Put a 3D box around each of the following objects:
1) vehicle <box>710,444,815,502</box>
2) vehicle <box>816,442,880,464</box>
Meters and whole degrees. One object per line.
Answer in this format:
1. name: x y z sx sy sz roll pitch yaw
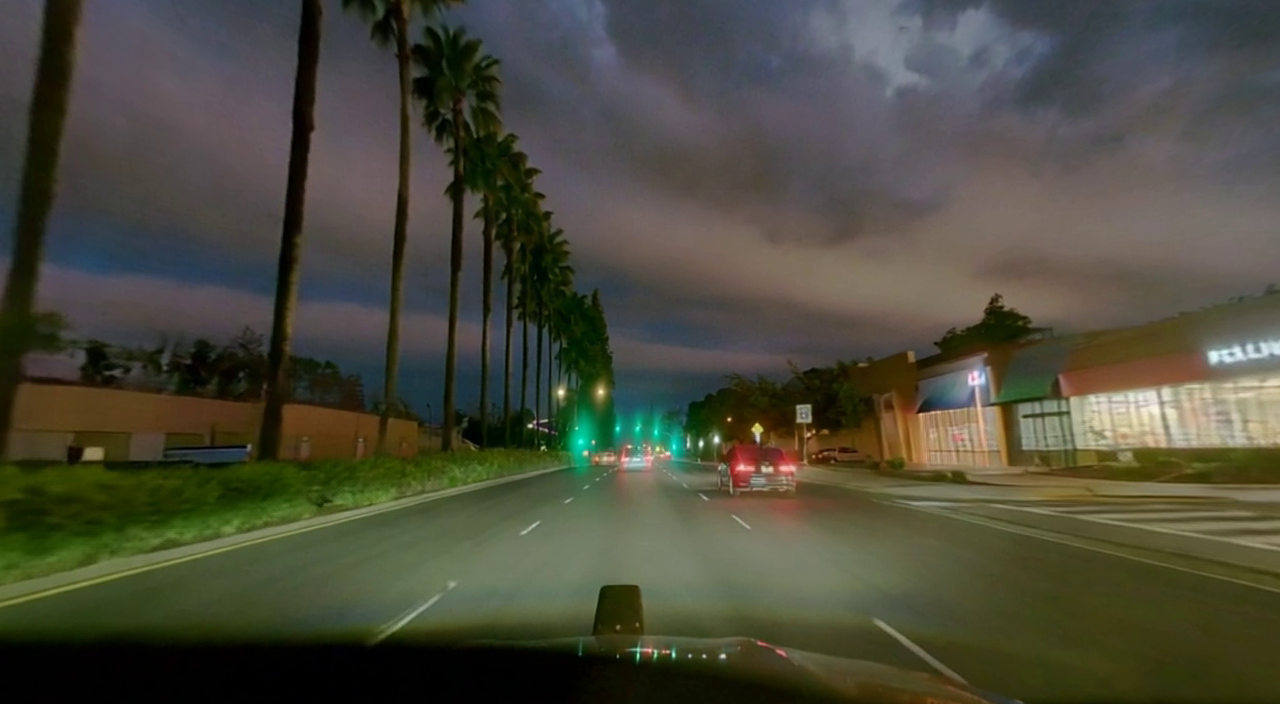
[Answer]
1. vehicle: 3.465 3.508 18.873 2.090 1.503 4.566 0 -9 -2
2. vehicle: 15.746 7.700 48.014 4.091 1.605 2.017 0 -9 -1
